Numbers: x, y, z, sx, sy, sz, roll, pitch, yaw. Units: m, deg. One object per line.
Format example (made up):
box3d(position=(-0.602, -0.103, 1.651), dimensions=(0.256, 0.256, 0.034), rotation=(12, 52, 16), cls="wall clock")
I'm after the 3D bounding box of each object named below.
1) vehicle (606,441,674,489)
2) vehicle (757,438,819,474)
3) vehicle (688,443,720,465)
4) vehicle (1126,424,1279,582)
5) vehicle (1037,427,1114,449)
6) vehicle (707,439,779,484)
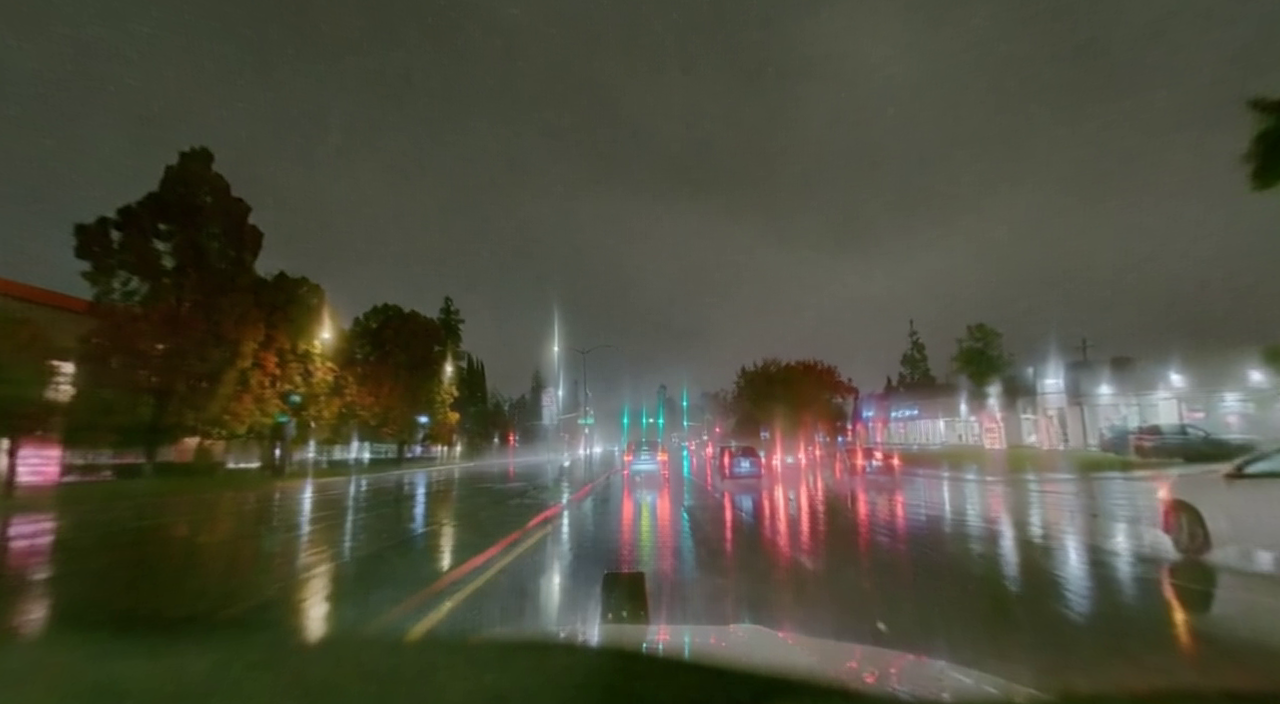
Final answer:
box3d(position=(0.005, 3.767, 21.370), dimensions=(2.096, 1.473, 3.893), rotation=(0, -8, 0), cls="vehicle")
box3d(position=(7.461, 5.270, 32.263), dimensions=(2.044, 1.701, 4.397), rotation=(0, -8, -1), cls="vehicle")
box3d(position=(4.503, 7.215, 44.925), dimensions=(1.862, 1.457, 4.204), rotation=(0, -8, 0), cls="vehicle")
box3d(position=(7.136, 1.413, 5.768), dimensions=(1.892, 1.515, 4.400), rotation=(0, -8, 1), cls="vehicle")
box3d(position=(33.813, 6.665, 48.967), dimensions=(4.462, 1.628, 1.921), rotation=(-1, -8, 2), cls="vehicle")
box3d(position=(3.775, 4.084, 23.796), dimensions=(1.988, 1.528, 4.144), rotation=(0, -8, 0), cls="vehicle")
